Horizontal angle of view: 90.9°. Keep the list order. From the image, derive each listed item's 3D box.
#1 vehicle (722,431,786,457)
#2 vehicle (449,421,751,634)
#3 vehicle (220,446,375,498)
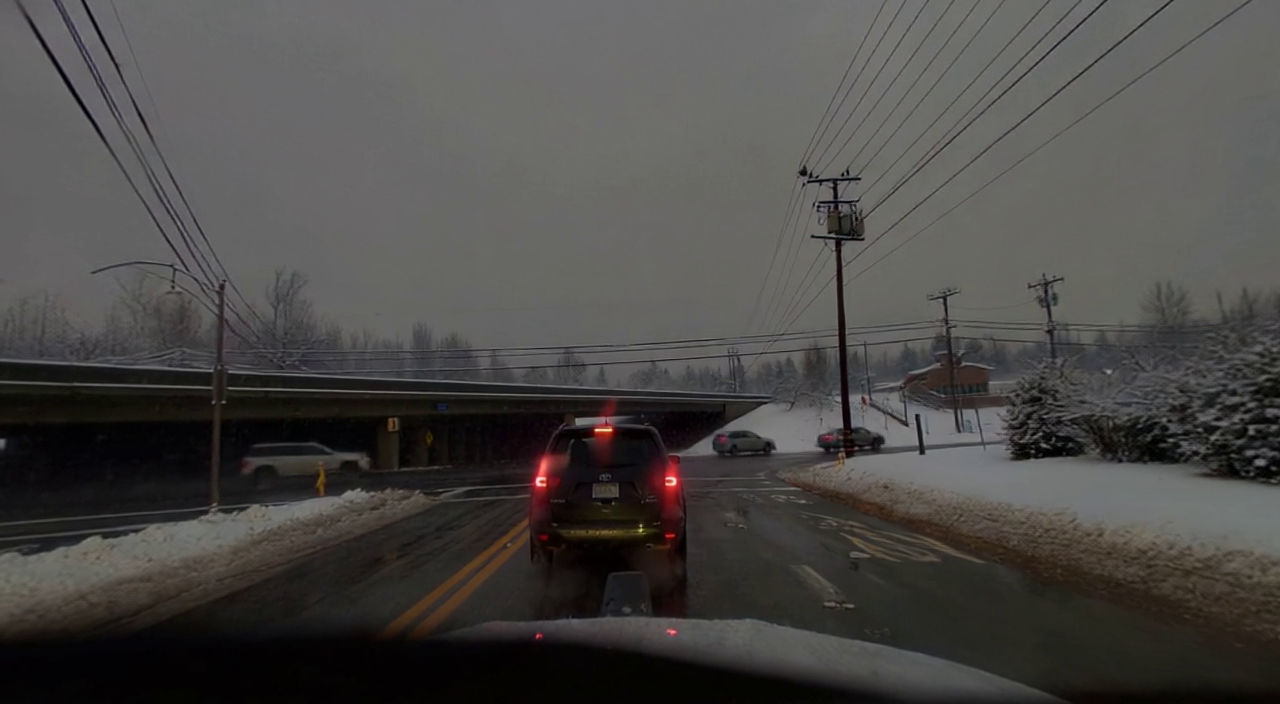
[{"bbox_3d":[7.938,6.365,43.642,1.986,1.667,4.748,-8,-12,43],"label":"vehicle"},{"bbox_3d":[-0.243,1.527,6.460,2.090,1.458,4.033,-1,-9,1],"label":"vehicle"},{"bbox_3d":[-12.166,4.208,22.620,4.435,1.637,1.901,8,-12,-44],"label":"vehicle"}]
